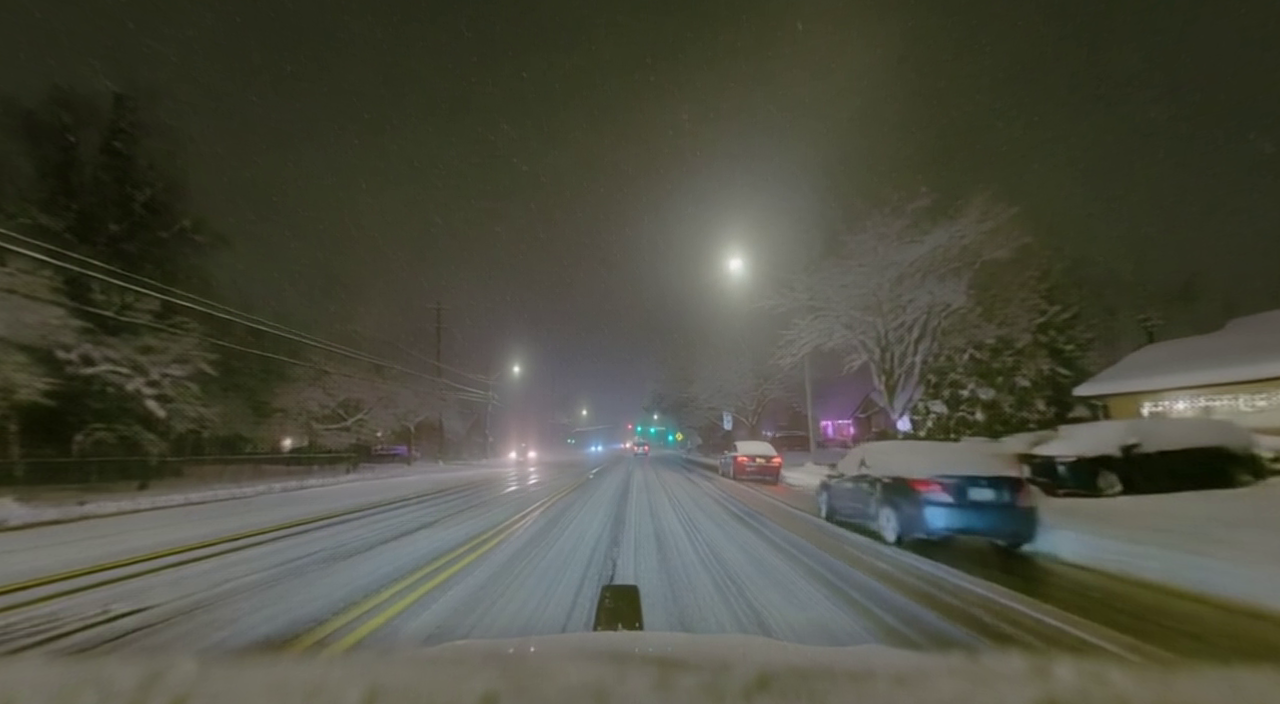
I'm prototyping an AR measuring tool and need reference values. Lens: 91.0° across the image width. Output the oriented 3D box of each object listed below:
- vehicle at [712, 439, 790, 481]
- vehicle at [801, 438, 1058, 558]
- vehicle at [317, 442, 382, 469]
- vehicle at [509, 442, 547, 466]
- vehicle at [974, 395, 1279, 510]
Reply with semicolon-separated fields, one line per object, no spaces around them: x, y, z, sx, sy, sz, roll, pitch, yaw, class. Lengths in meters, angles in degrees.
4.467;4.450;26.312;2.154;1.550;5.785;0;-8;-1;vehicle
4.245;2.186;10.377;1.968;1.482;4.991;0;-8;1;vehicle
-22.471;7.991;48.769;4.052;1.641;1.939;-5;-7;-2;vehicle
-7.770;7.123;44.037;1.867;1.603;3.983;0;-8;1;vehicle
10.090;1.984;12.721;5.332;1.912;2.147;-3;-8;1;vehicle
